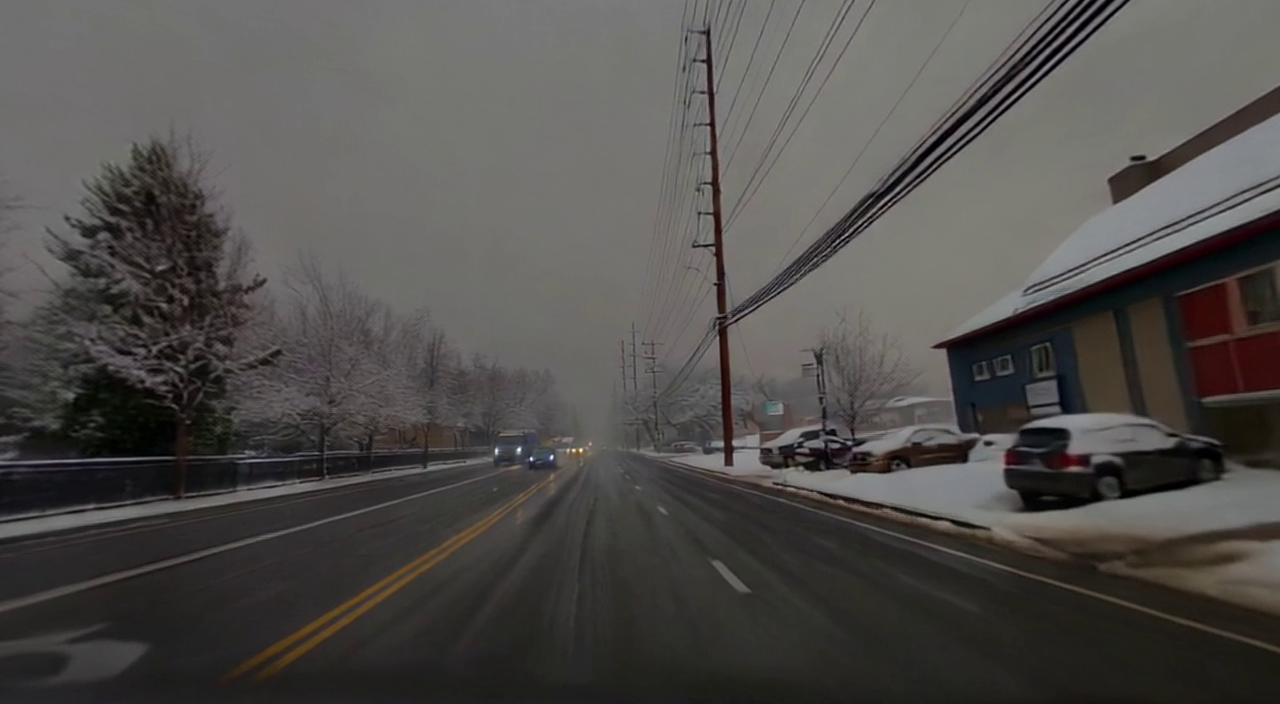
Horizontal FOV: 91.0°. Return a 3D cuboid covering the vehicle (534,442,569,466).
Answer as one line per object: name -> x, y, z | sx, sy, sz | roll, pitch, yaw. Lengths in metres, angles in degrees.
vehicle -> -6.133, 7.096, 44.087 | 1.998, 1.562, 4.433 | 0, -8, -3

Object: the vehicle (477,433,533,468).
vehicle -> -10.026, 7.365, 47.459 | 2.909, 2.362, 7.390 | 0, -8, -3

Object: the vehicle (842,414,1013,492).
vehicle -> 8.873, 3.018, 19.252 | 5.414, 2.035, 2.476 | 6, -10, -39

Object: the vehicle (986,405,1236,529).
vehicle -> 9.016, 2.049, 11.905 | 5.112, 1.832, 2.290 | 5, -10, -37
